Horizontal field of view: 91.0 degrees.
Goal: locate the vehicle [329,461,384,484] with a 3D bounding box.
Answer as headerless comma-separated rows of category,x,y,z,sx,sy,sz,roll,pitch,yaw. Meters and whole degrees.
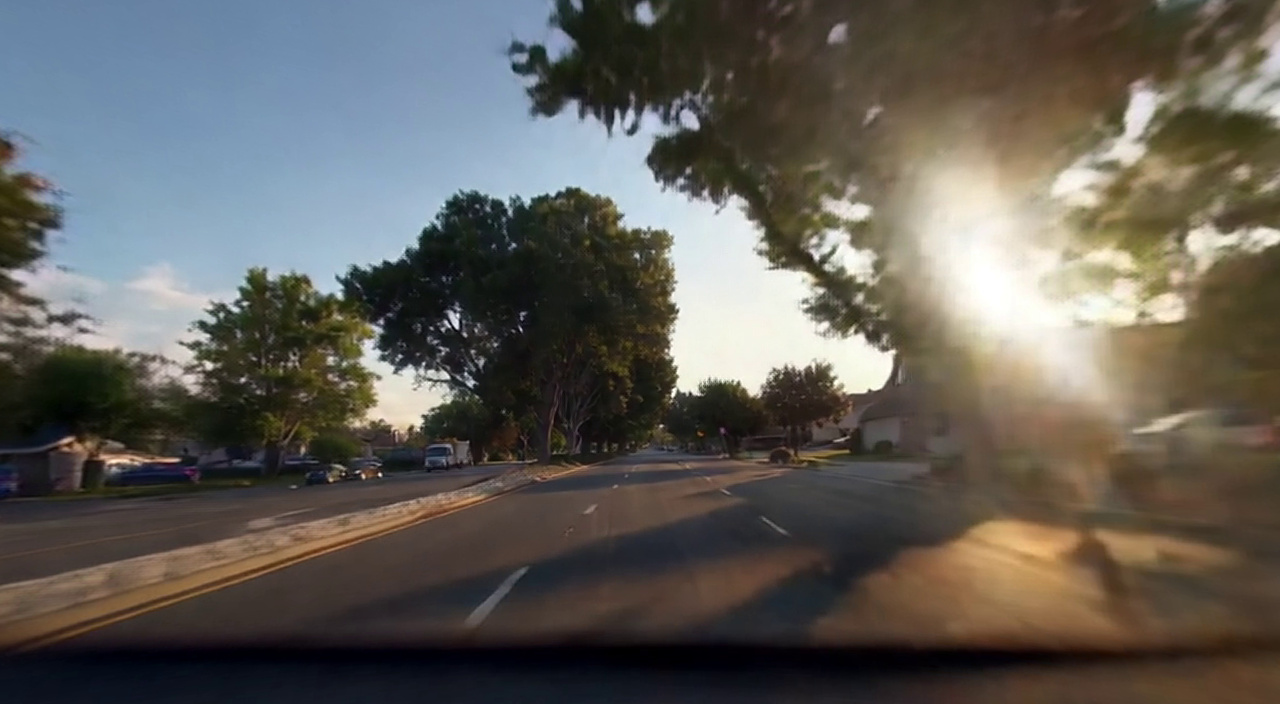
vehicle,-20.691,8.792,46.174,1.820,1.459,4.559,0,-9,2

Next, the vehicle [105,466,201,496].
vehicle,-29.987,7.927,39.001,1.870,1.601,5.128,0,-9,-1

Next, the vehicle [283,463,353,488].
vehicle,-20.788,7.992,40.844,1.929,1.393,4.611,0,-9,3

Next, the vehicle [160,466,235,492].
vehicle,-27.482,7.880,39.243,1.872,1.413,3.806,0,-9,1
